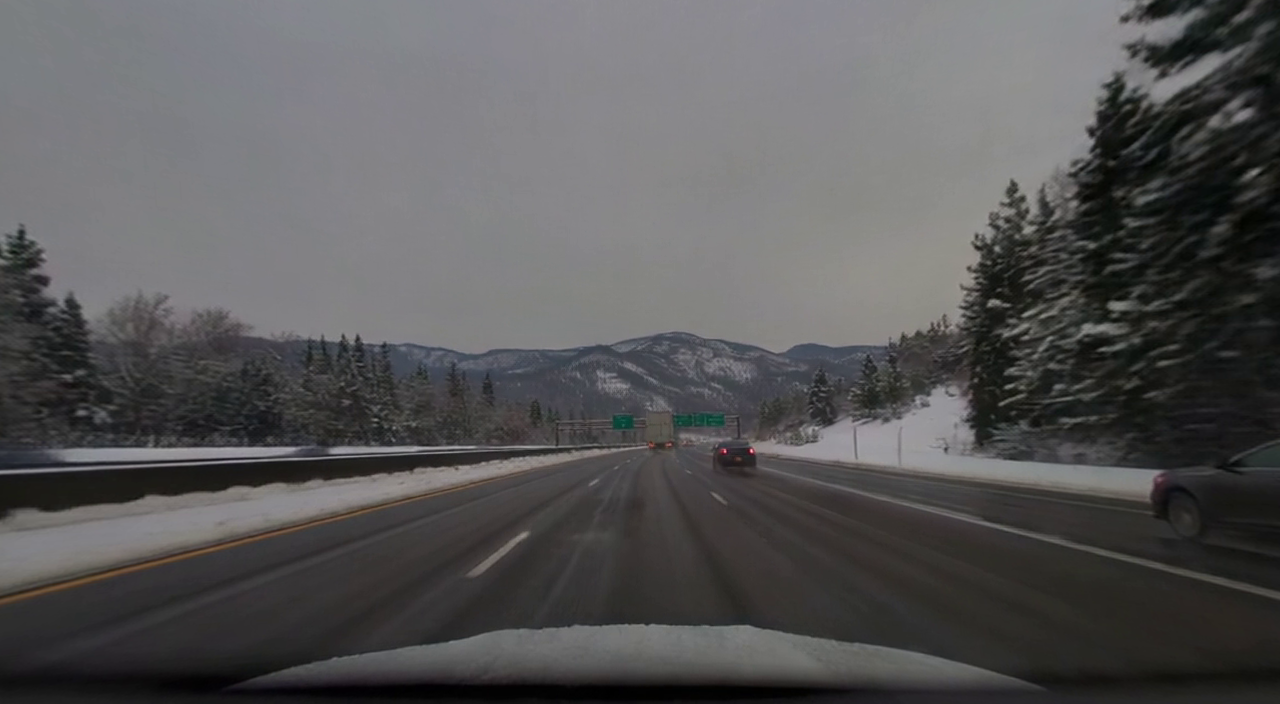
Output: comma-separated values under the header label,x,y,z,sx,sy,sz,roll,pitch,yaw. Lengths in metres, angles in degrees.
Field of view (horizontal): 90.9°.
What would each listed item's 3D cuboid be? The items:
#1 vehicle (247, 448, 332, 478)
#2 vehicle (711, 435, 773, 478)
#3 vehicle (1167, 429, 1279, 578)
label,x,y,z,sx,sy,sz,roll,pitch,yaw
vehicle,-19.042,6.037,34.515,1.860,1.493,4.718,-1,-8,2
vehicle,4.142,4.295,26.178,1.880,1.624,3.941,0,-8,0
vehicle,7.215,1.345,5.291,1.982,1.440,4.171,-1,-8,1
